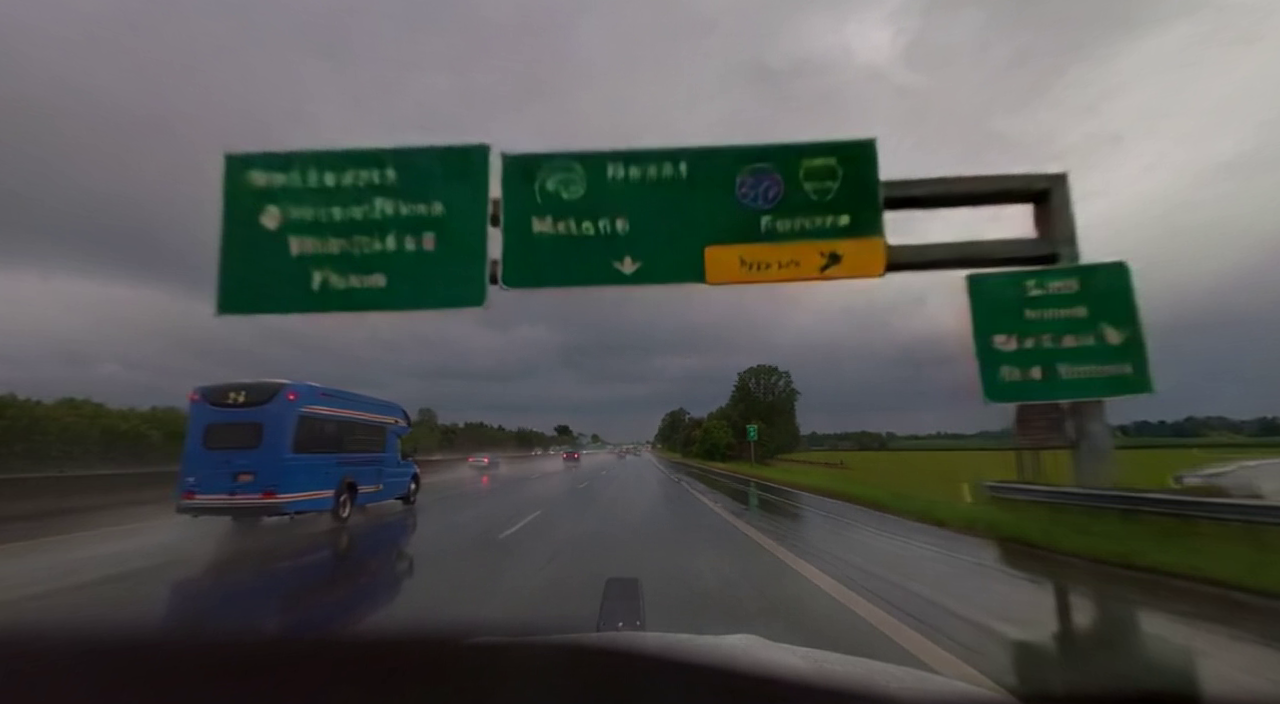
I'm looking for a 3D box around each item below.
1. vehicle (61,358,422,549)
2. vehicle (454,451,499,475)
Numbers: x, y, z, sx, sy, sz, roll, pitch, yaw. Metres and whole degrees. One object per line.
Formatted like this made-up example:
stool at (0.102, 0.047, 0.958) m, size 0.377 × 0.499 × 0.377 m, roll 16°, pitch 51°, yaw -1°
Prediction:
vehicle at (-7.410, 2.105, 13.471) m, size 2.747 × 2.934 × 7.411 m, roll 0°, pitch -9°, yaw 1°
vehicle at (-11.402, 7.759, 44.255) m, size 1.981 × 1.503 × 4.207 m, roll 0°, pitch -9°, yaw 0°
